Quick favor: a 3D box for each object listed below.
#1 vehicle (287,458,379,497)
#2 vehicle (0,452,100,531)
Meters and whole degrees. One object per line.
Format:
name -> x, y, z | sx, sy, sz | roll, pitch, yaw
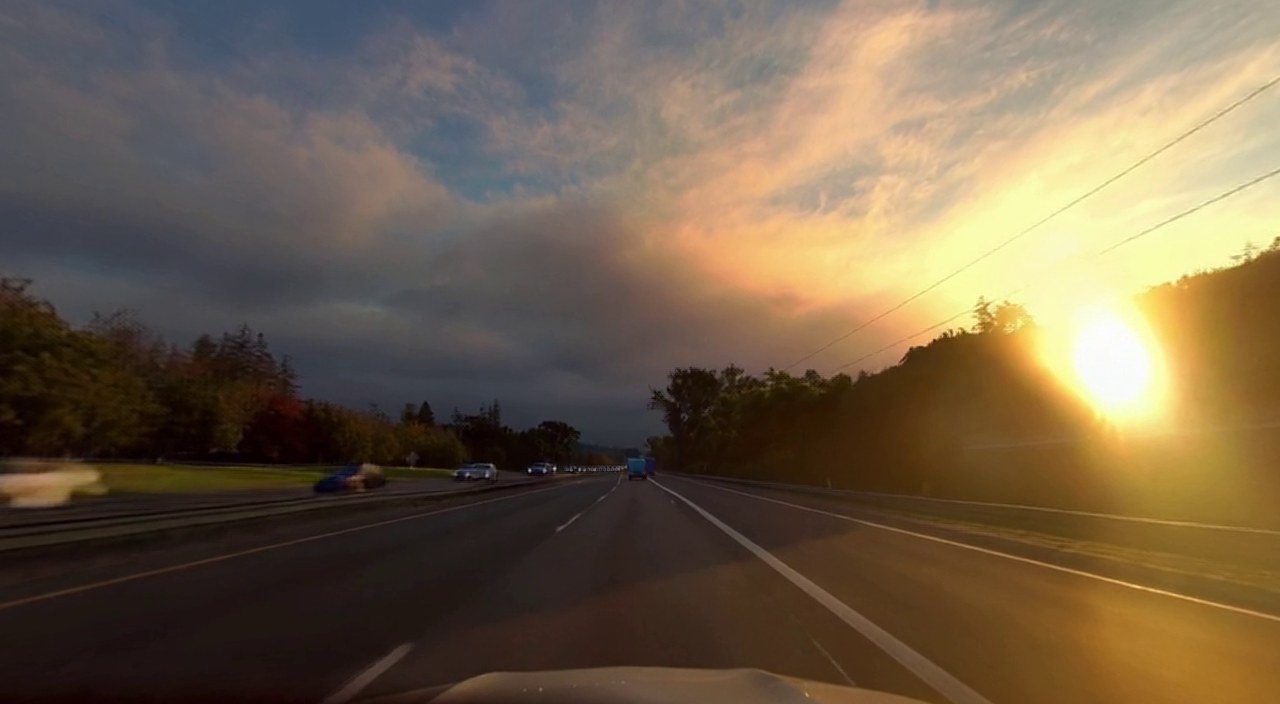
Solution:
vehicle -> -13.121, 5.408, 27.221 | 1.869, 1.492, 4.057 | 1, -11, 0
vehicle -> -12.988, 2.628, 11.968 | 1.856, 1.473, 4.003 | 1, -11, 0
